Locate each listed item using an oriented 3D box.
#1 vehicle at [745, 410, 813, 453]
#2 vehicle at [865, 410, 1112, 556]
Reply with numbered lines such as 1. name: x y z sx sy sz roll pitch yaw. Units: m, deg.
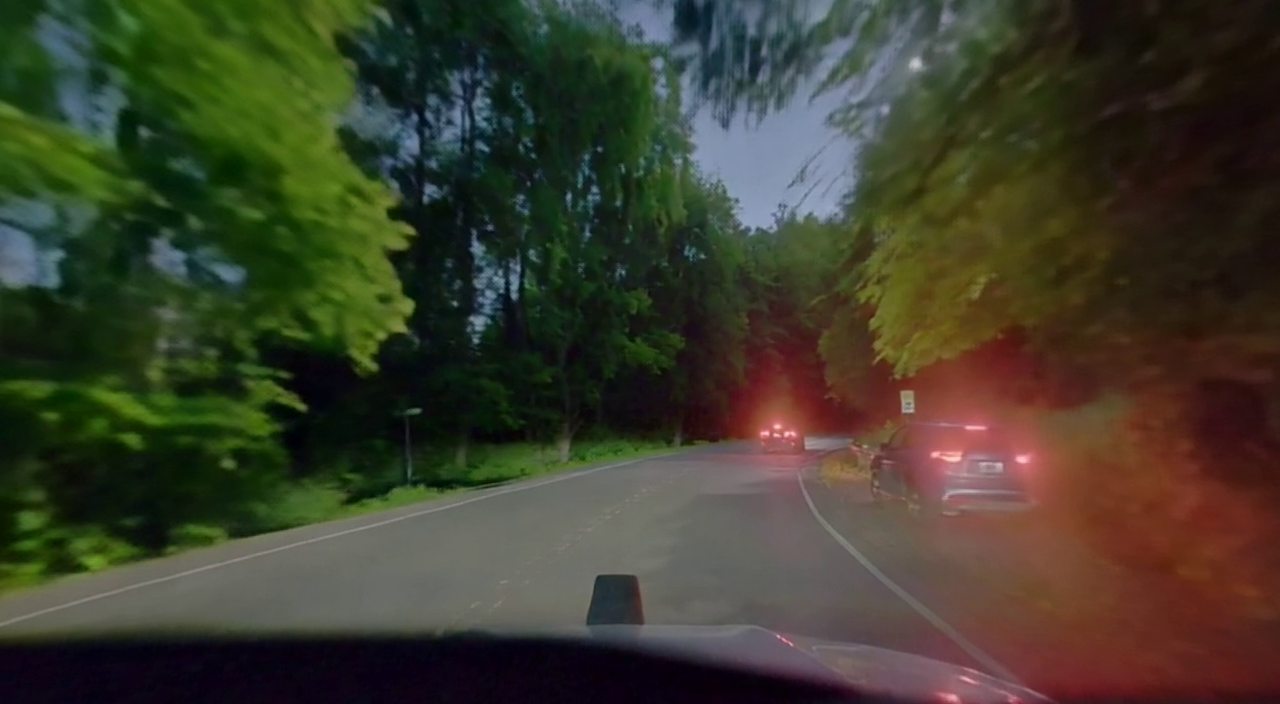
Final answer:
1. vehicle: 7.104 4.037 31.772 2.469 1.953 5.605 -3 -9 21
2. vehicle: 5.163 1.954 10.262 2.172 1.773 4.601 -1 -8 12
